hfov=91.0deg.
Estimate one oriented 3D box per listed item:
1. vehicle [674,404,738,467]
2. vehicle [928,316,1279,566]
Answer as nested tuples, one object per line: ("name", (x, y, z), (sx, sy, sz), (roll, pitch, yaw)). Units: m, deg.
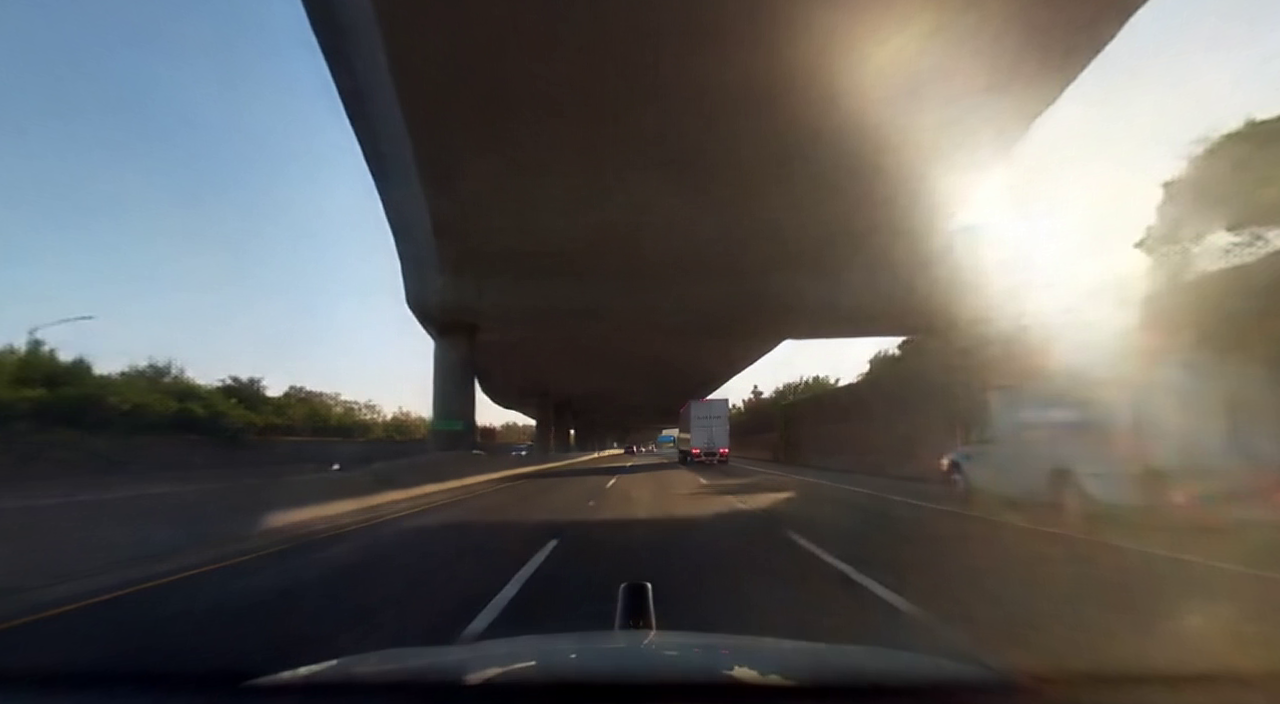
("vehicle", (4.812, 6.695, 49.885), (3.187, 4.197, 15.004), (0, -8, -1))
("vehicle", (7.817, 1.469, 10.575), (2.474, 2.730, 7.349), (0, -8, 0))
